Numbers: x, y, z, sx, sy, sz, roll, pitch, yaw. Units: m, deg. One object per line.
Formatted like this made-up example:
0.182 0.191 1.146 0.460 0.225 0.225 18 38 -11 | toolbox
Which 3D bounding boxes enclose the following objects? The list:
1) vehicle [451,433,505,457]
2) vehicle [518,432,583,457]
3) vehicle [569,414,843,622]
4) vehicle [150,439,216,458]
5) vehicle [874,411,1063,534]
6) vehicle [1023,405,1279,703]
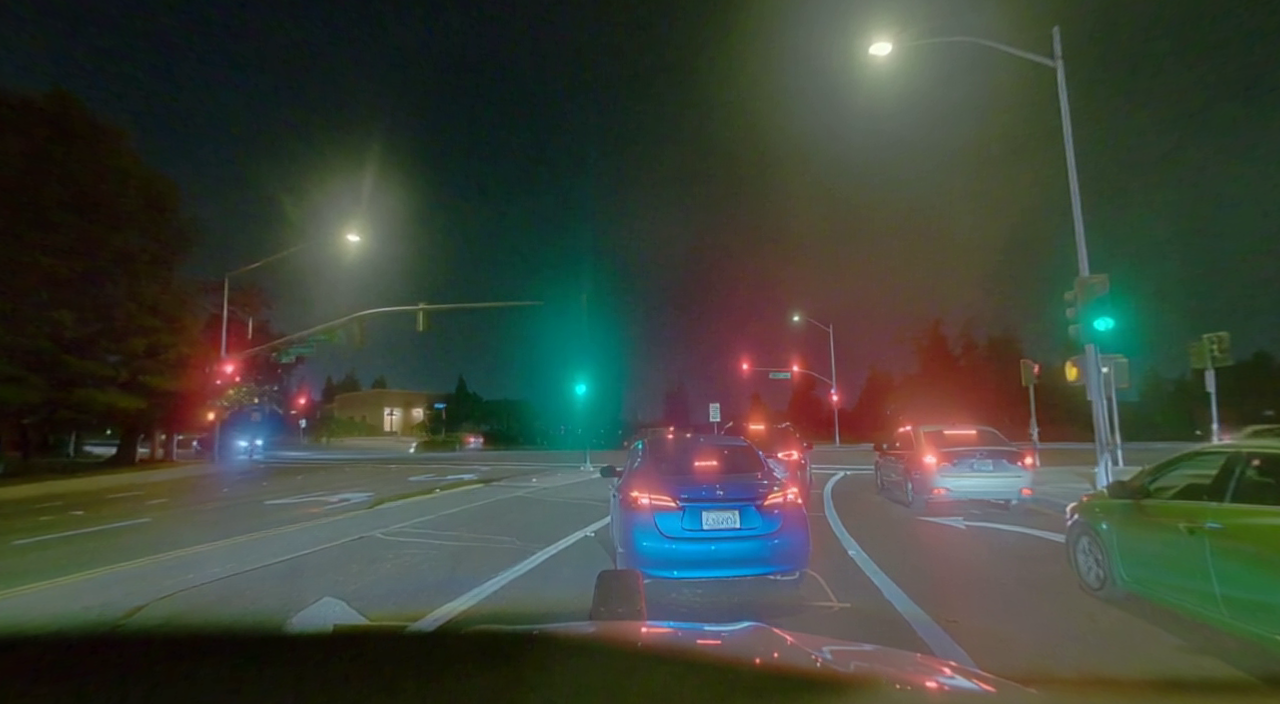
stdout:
-12.466 7.133 48.193 1.972 1.705 4.457 8 -11 -44 | vehicle
-5.961 6.114 41.553 1.932 1.573 4.509 8 -12 -44 | vehicle
0.855 1.499 6.691 2.052 1.483 3.928 -2 -8 12 | vehicle
-35.394 7.450 48.635 1.652 1.433 3.733 -7 -11 40 | vehicle
5.540 2.046 11.289 2.102 1.717 4.373 -2 -9 16 | vehicle
4.242 1.062 3.370 1.954 1.508 4.441 -1 -8 6 | vehicle
